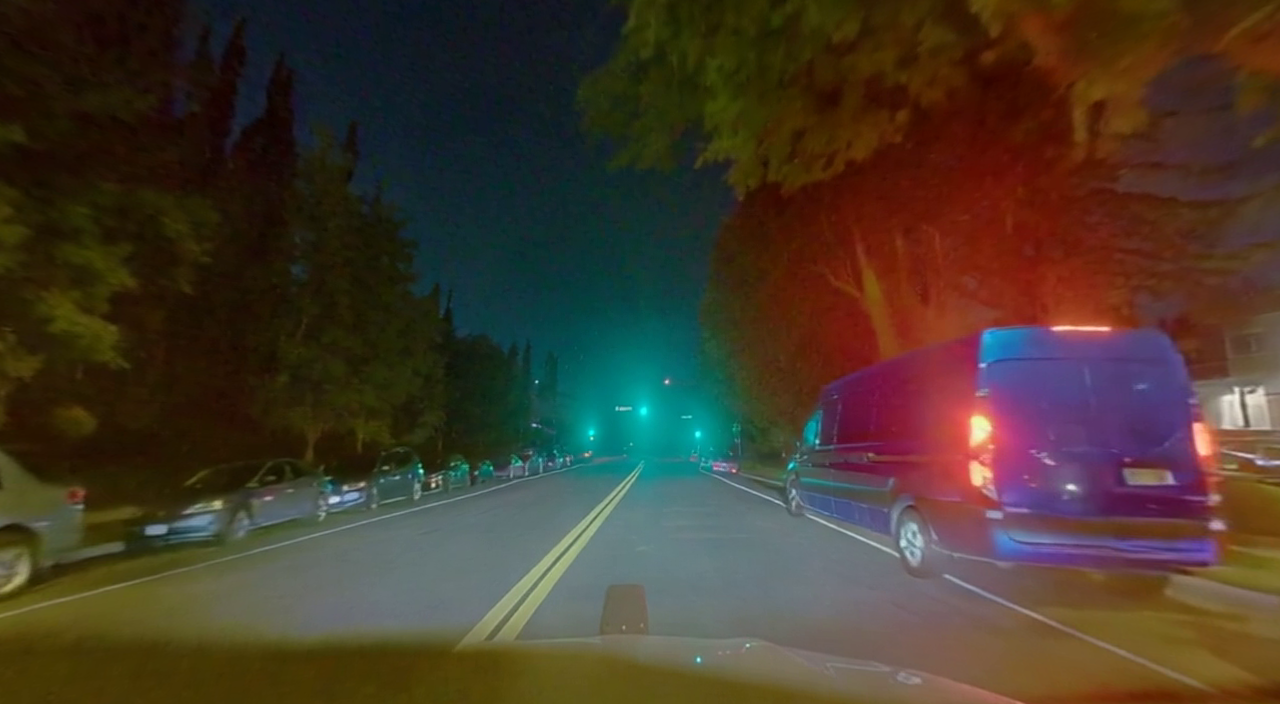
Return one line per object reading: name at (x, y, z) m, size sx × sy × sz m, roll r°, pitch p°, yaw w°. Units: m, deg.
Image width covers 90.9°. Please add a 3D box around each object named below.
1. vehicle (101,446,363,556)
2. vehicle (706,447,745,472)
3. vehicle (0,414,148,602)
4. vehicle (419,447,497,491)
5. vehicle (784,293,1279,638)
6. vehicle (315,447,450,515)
vehicle at (-6.871, 2.478, 11.326) m, size 1.718 × 1.435 × 4.370 m, roll -3°, pitch -8°, yaw 2°
vehicle at (5.188, 6.585, 38.791) m, size 1.849 × 1.415 × 4.181 m, roll 0°, pitch -8°, yaw 1°
vehicle at (-7.054, 1.356, 5.149) m, size 1.984 × 1.745 × 4.866 m, roll -1°, pitch -8°, yaw 2°
vehicle at (-6.692, 4.318, 23.582) m, size 1.738 × 1.470 × 3.648 m, roll -1°, pitch -8°, yaw 2°
vehicle at (4.448, 1.450, 8.767) m, size 3.089 × 2.882 × 6.770 m, roll -1°, pitch -9°, yaw -1°
vehicle at (-6.697, 3.350, 16.945) m, size 1.832 × 1.439 × 4.337 m, roll -2°, pitch -8°, yaw 0°
